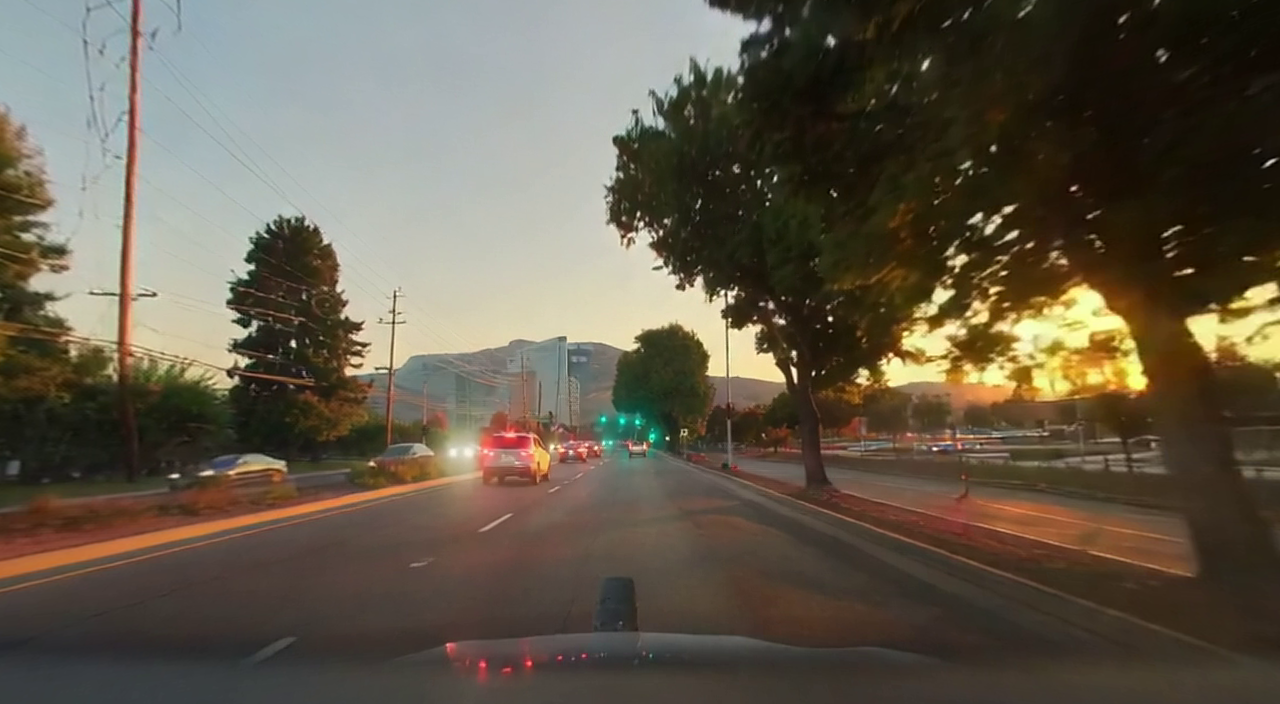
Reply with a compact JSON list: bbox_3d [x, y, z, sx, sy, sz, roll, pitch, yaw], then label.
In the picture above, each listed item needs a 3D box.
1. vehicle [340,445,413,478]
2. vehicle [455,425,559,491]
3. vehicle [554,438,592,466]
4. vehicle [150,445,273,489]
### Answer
[{"bbox_3d":[-13.683,5.668,33.086,1.942,1.579,4.409,1,-8,0],"label":"vehicle"},{"bbox_3d":[-3.973,3.274,19.773,2.189,1.807,4.467,0,-8,1],"label":"vehicle"},{"bbox_3d":[-4.279,6.449,40.774,2.041,1.698,4.094,0,-8,-1],"label":"vehicle"},{"bbox_3d":[-17.988,4.823,26.865,2.107,1.676,4.481,0,-8,-1],"label":"vehicle"}]
